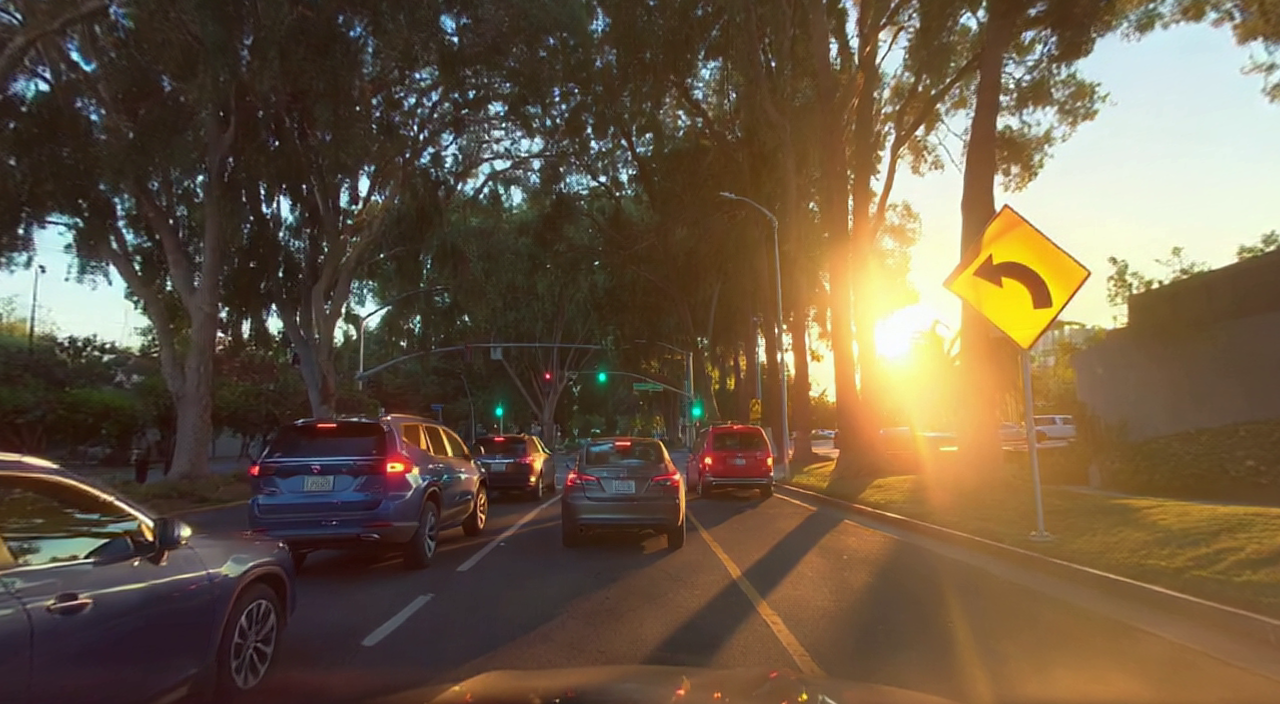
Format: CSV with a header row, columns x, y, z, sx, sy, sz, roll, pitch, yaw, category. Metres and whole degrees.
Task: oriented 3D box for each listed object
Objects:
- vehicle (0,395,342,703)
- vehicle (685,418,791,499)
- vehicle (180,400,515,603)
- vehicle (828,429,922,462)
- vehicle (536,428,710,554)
x,y,z,sx,sy,sz,roll,pitch,yaw,category
-2.923,0.839,1.625,1.974,1.484,4.716,0,-8,0,vehicle
2.451,2.820,16.943,2.059,1.864,4.541,0,-8,-1,vehicle
-2.898,1.575,7.458,1.964,1.712,4.097,0,-8,0,vehicle
11.386,4.559,30.698,3.883,1.534,1.779,0,-8,2,vehicle
-0.253,1.921,9.355,2.025,1.453,3.848,0,-8,-2,vehicle
